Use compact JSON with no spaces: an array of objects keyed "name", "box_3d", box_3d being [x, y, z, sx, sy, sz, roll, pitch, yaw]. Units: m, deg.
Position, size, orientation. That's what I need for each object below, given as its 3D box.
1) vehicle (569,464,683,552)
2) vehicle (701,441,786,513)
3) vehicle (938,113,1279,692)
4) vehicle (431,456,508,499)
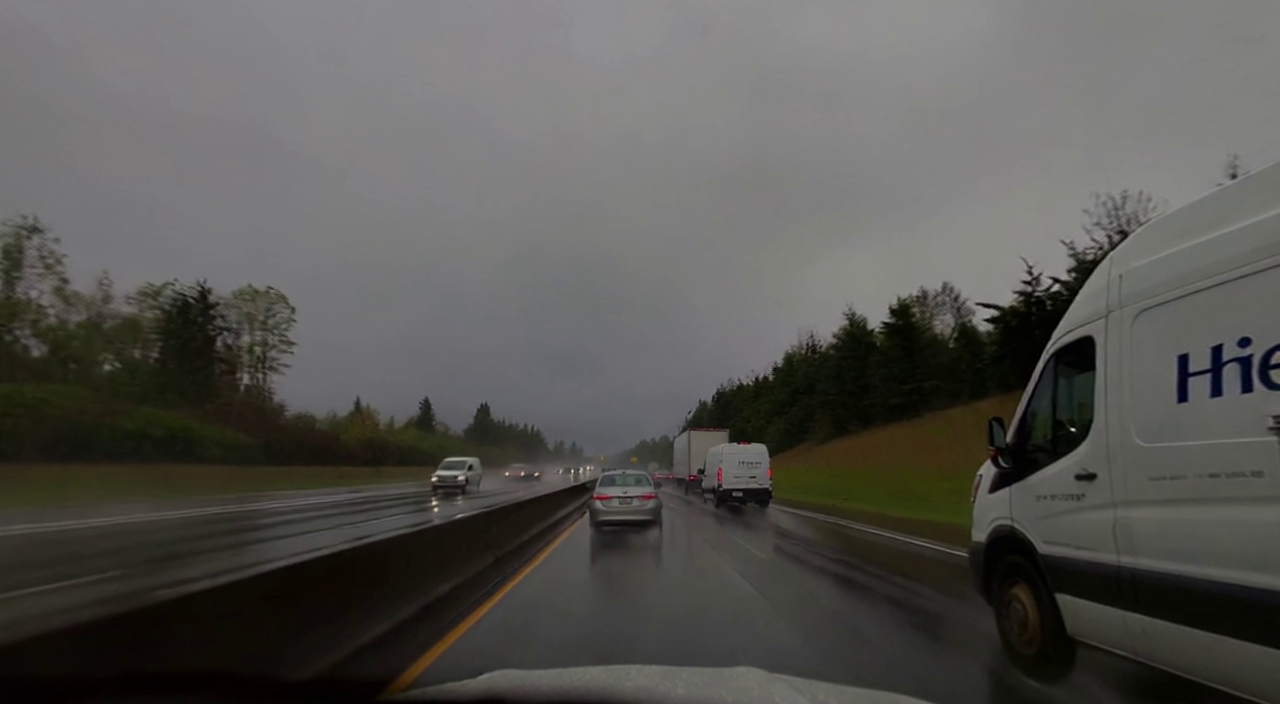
[{"name":"vehicle","box_3d":[-0.252,3.046,12.758,1.980,1.493,3.410,1,-11,-1]},{"name":"vehicle","box_3d":[4.003,5.010,25.436,2.328,2.537,5.290,1,-11,-2]},{"name":"vehicle","box_3d":[5.627,0.315,3.992,2.890,3.726,9.269,1,-11,0]},{"name":"vehicle","box_3d":[-6.834,5.096,25.711,2.012,1.601,4.042,1,-11,0]}]
